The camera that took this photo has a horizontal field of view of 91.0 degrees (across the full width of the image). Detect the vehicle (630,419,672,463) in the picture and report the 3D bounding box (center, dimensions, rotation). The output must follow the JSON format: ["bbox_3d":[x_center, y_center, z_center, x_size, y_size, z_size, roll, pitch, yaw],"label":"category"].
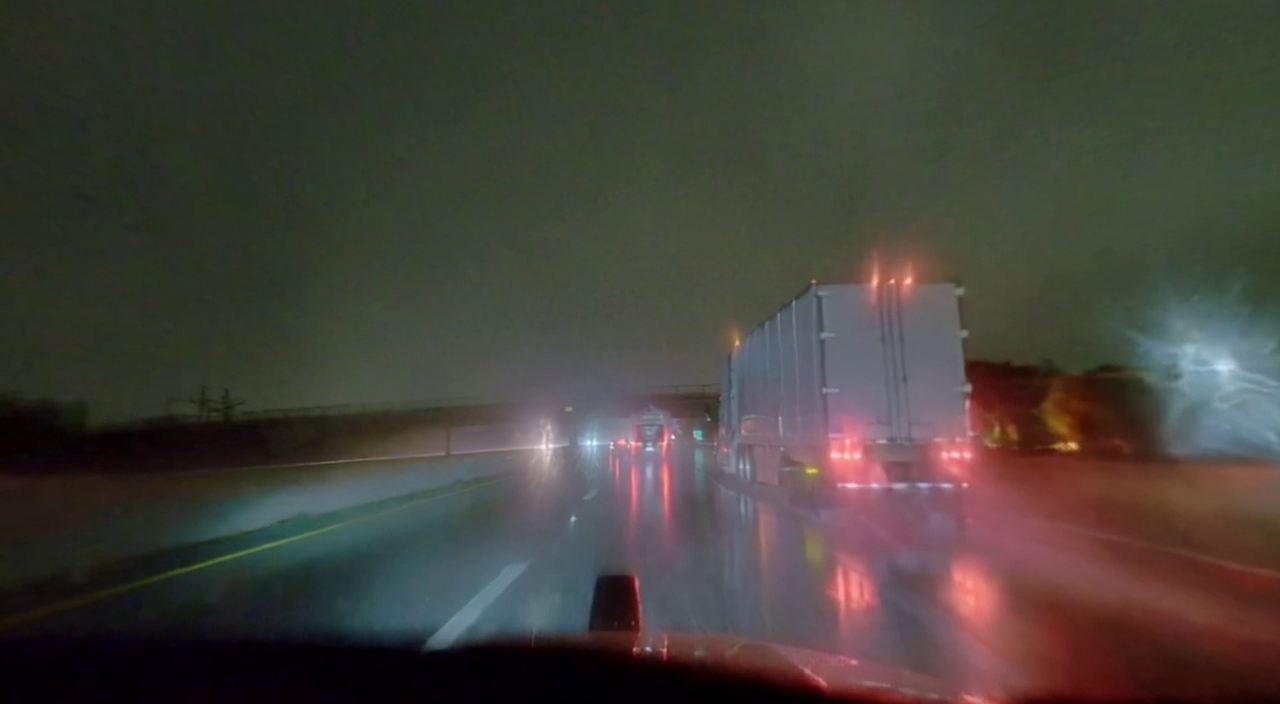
[{"bbox_3d":[0.682,5.779,40.828,2.481,2.618,6.314,-1,-8,1],"label":"vehicle"}]

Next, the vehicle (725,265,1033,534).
[{"bbox_3d":[4.226,1.432,14.789,2.997,3.983,10.860,1,-8,0],"label":"vehicle"}]
